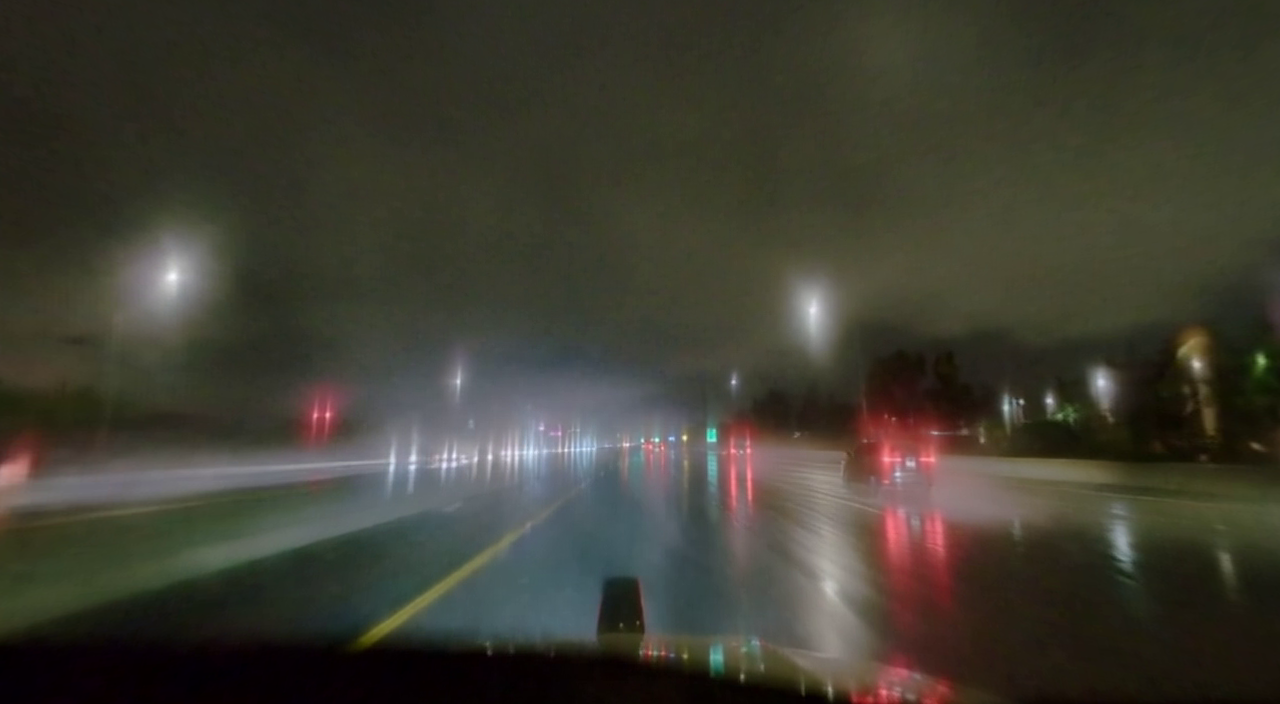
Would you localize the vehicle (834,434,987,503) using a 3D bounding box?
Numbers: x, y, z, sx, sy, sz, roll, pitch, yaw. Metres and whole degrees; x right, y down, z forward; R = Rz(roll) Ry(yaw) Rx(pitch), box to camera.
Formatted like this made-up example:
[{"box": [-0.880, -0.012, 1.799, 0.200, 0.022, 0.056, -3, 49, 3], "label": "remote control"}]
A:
[{"box": [6.876, 3.008, 16.746, 1.901, 1.548, 4.684, 0, -9, -1], "label": "vehicle"}]

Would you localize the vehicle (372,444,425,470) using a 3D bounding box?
[{"box": [-17.329, 7.541, 45.561, 1.965, 1.742, 4.623, 0, -8, 1], "label": "vehicle"}]
